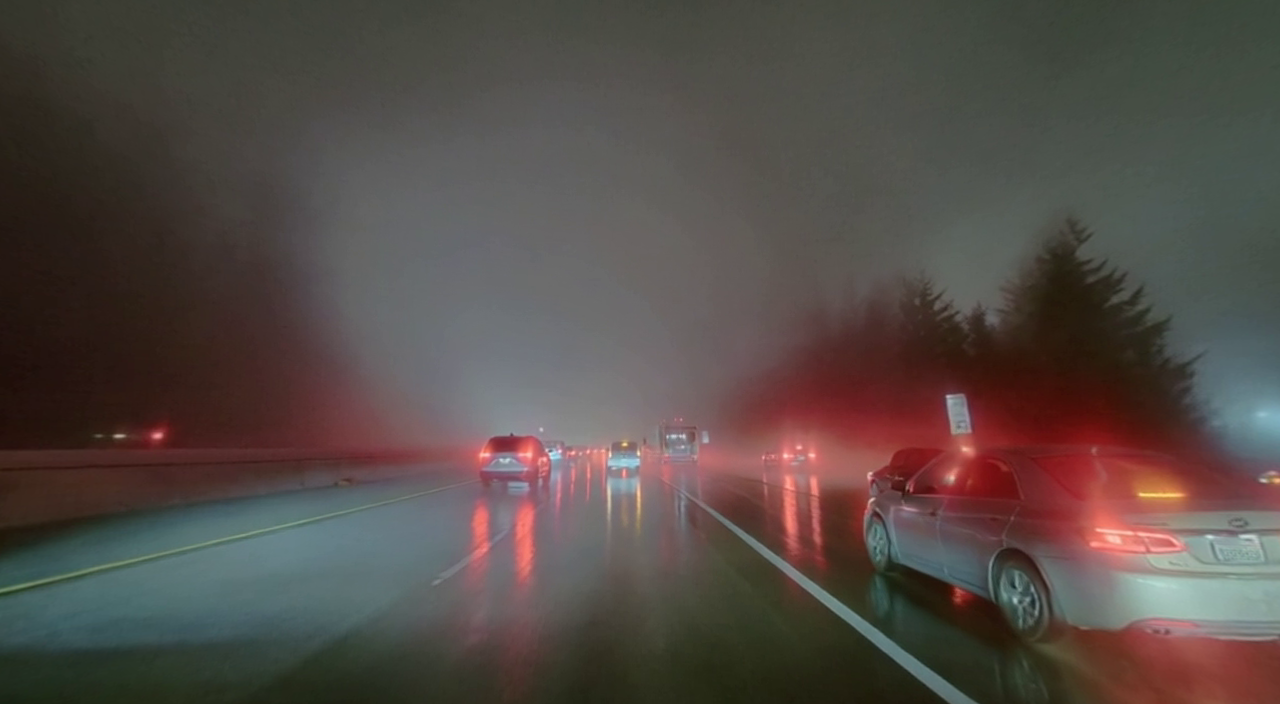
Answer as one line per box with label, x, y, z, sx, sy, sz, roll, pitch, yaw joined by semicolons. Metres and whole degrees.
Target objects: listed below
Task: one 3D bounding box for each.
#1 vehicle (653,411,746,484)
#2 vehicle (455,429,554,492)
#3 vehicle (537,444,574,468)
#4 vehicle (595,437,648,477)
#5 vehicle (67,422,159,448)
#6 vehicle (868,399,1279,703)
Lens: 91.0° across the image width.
vehicle;2.830;5.212;34.729;3.426;3.279;12.313;0;-8;-2
vehicle;-4.245;3.501;20.633;2.176;1.783;4.799;0;-9;-1
vehicle;-5.315;6.586;40.038;1.907;1.484;3.954;0;-9;-1
vehicle;-0.834;4.767;28.743;2.235;1.682;4.094;0;-9;-1
vehicle;-32.554;5.202;39.071;1.831;1.496;4.541;0;-9;-1
vehicle;3.051;1.115;3.340;2.031;1.504;4.327;0;-9;0
